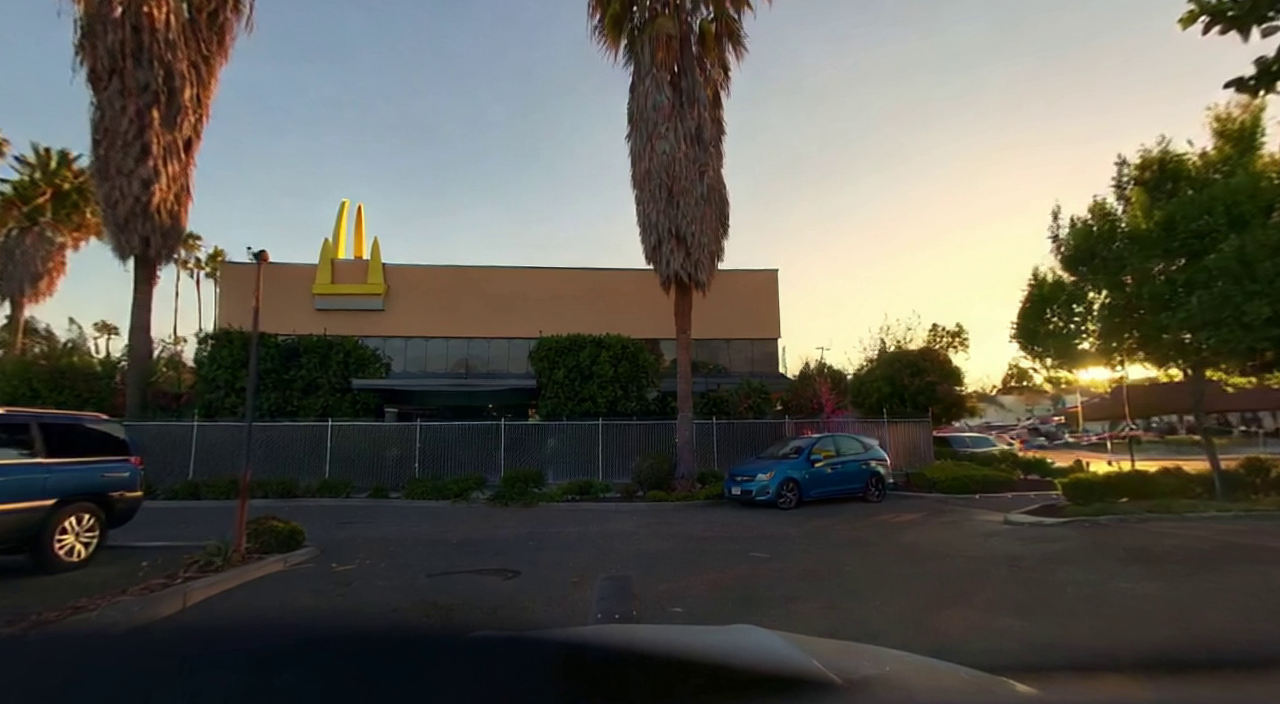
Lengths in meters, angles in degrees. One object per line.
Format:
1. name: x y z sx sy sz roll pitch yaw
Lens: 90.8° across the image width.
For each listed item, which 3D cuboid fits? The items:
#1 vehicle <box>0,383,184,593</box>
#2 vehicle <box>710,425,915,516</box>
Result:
1. vehicle: -6.789 1.236 5.717 1.943 1.890 4.472 0 -8 0
2. vehicle: 4.011 2.586 14.591 4.365 1.791 2.073 4 -7 -30
